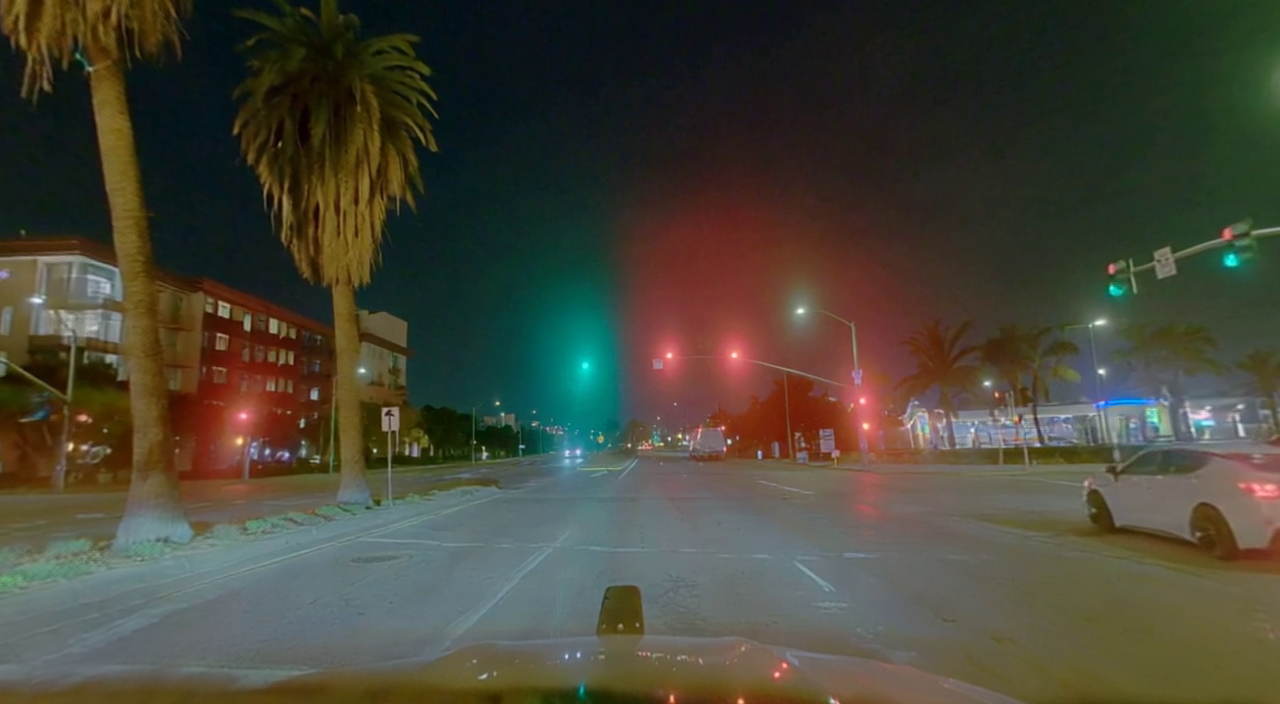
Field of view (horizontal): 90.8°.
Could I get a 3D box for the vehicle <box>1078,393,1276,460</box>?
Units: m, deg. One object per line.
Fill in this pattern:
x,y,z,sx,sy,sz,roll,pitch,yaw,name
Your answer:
32.627,4.721,39.336,2.863,3.609,10.252,0,-8,-3,vehicle

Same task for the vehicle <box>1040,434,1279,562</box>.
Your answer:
8.365,1.966,9.075,2.003,1.475,4.520,1,-9,-5,vehicle
